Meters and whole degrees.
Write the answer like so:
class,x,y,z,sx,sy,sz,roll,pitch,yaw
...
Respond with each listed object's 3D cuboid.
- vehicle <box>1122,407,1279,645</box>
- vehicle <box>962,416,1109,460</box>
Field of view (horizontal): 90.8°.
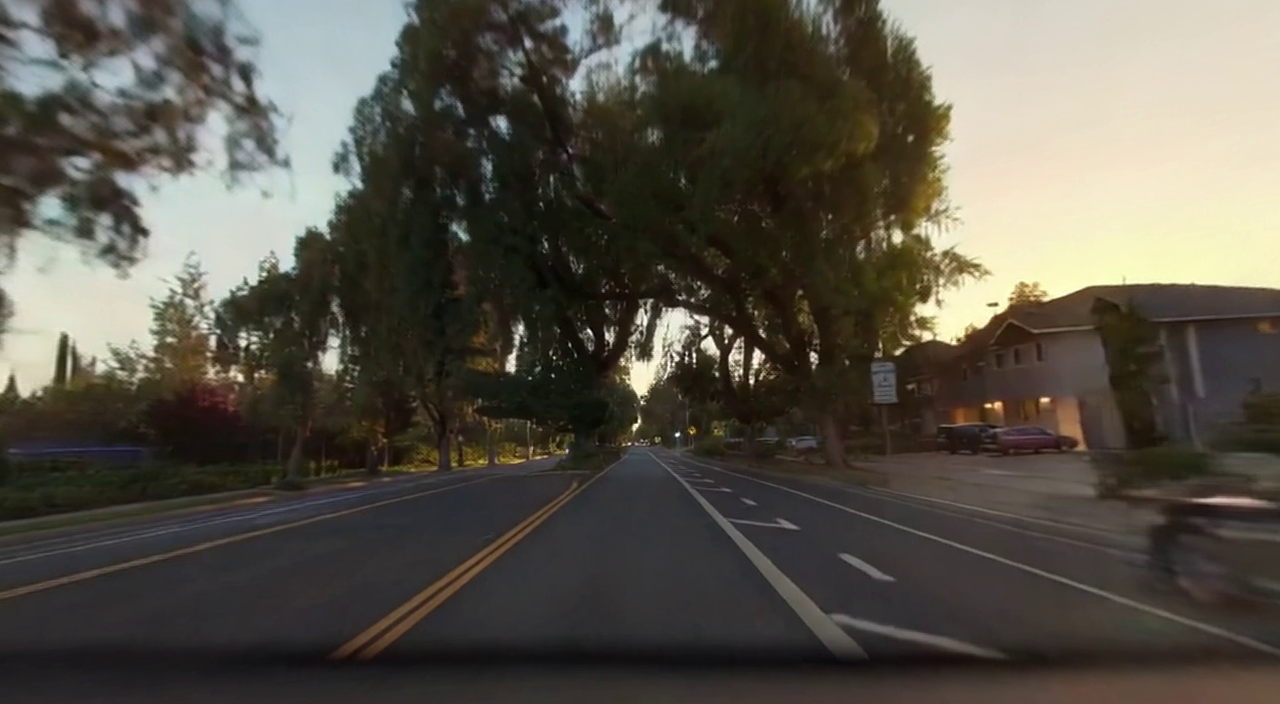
class,x,y,z,sx,sy,sz,roll,pitch,yaw
vehicle,5.217,0.990,3.036,2.098,1.522,4.629,1,-8,-1
vehicle,16.294,3.596,26.221,4.655,1.511,2.045,-3,-9,-1
